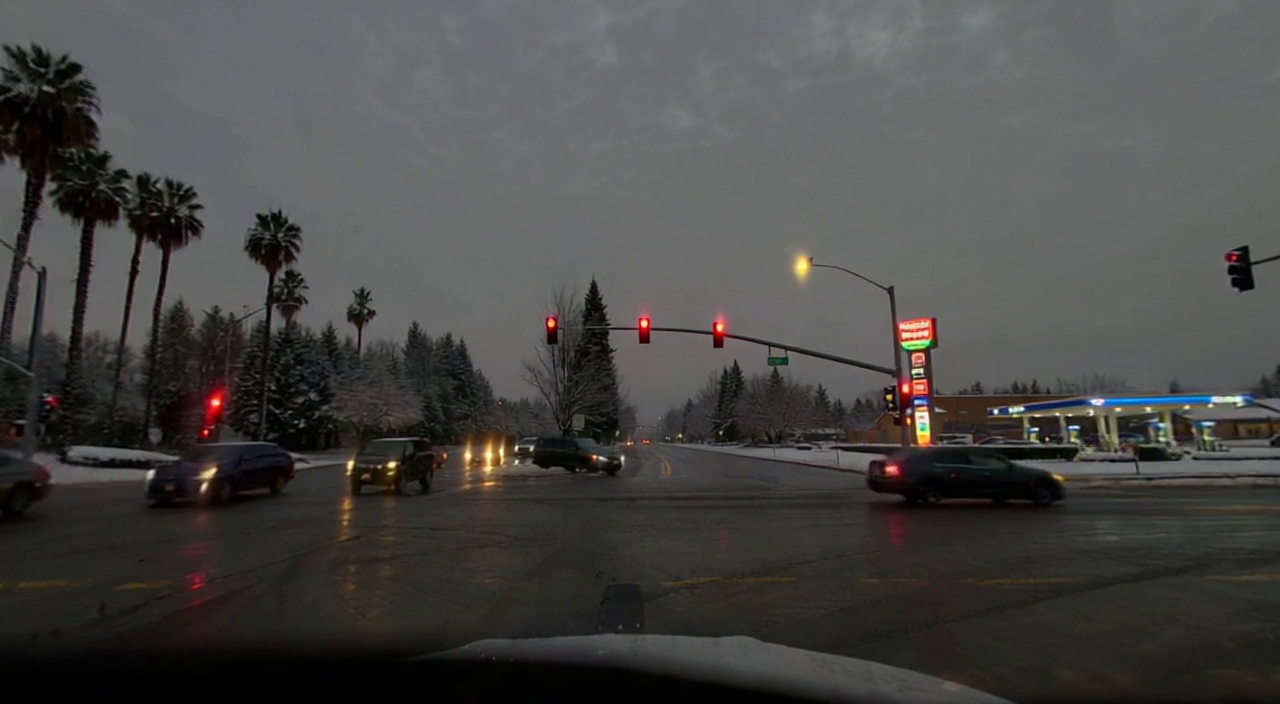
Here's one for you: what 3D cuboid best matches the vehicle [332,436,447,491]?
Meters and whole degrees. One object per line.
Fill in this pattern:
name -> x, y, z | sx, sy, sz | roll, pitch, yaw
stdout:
vehicle -> -8.463, 3.802, 21.873 | 2.124, 1.701, 4.551 | 0, -9, 0

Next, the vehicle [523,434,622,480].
vehicle -> -2.912, 4.351, 26.321 | 1.929, 1.719, 4.892 | 6, -11, -35

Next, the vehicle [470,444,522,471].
vehicle -> -8.763, 6.444, 38.776 | 2.034, 1.510, 4.647 | 0, -9, 1

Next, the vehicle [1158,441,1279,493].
vehicle -> 18.735, 3.406, 18.823 | 5.015, 1.446, 1.862 | 0, -9, -3

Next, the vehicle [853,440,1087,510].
vehicle -> 7.537, 2.848, 15.047 | 4.579, 1.464, 1.983 | -3, -9, 17

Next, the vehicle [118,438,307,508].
vehicle -> -11.838, 3.361, 18.039 | 1.973, 1.712, 4.872 | 0, -9, 0

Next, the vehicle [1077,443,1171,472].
vehicle -> 24.265, 5.300, 31.737 | 3.474, 1.376, 1.538 | 0, -9, -2
